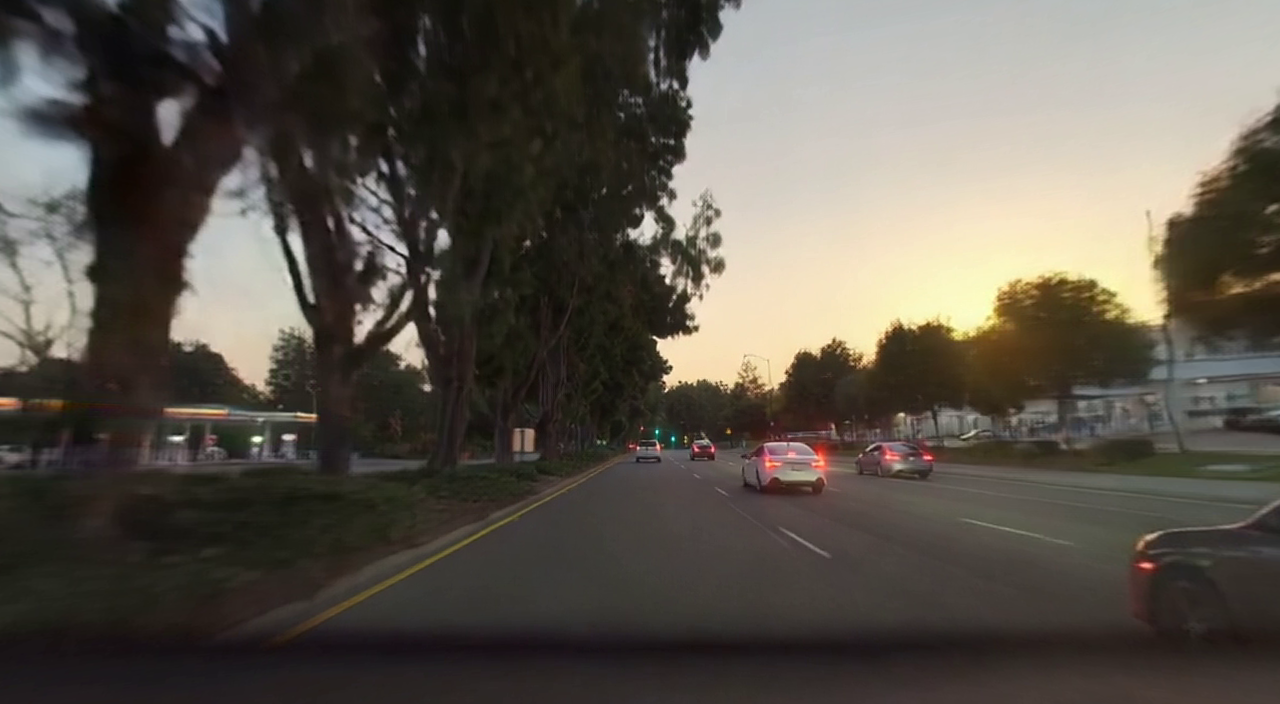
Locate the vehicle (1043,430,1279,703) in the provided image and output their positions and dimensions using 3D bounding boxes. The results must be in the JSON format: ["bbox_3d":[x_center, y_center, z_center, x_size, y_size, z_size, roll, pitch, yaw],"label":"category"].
[{"bbox_3d":[3.775,0.940,2.019,1.944,1.404,4.597,0,-9,1],"label":"vehicle"}]

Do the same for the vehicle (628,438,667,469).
[{"bbox_3d":[0.454,6.043,37.513,2.172,1.694,4.055,0,-9,1],"label":"vehicle"}]

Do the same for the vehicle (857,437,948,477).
[{"bbox_3d":[10.715,4.302,25.986,1.906,1.488,4.251,0,-9,0],"label":"vehicle"}]

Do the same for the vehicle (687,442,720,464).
[{"bbox_3d":[4.565,7.353,45.932,1.980,1.515,4.362,0,-9,0],"label":"vehicle"}]

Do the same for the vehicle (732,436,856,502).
[{"bbox_3d":[3.896,3.057,16.886,2.119,1.509,4.756,0,-9,0],"label":"vehicle"}]
